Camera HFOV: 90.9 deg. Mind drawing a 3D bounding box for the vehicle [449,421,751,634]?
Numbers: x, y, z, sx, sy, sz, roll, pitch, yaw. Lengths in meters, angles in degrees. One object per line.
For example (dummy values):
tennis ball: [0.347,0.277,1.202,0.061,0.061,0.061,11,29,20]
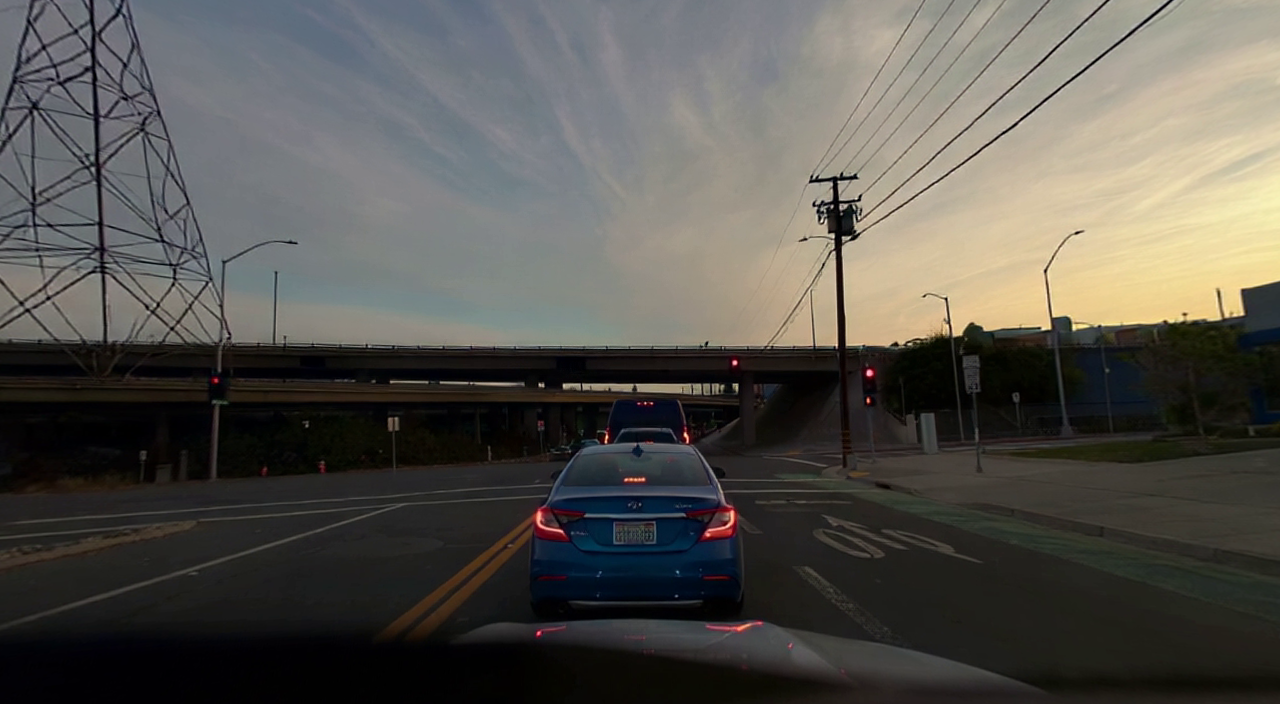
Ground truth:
vehicle: [-0.242,1.527,6.463,2.090,1.458,4.033,-1,-9,1]
